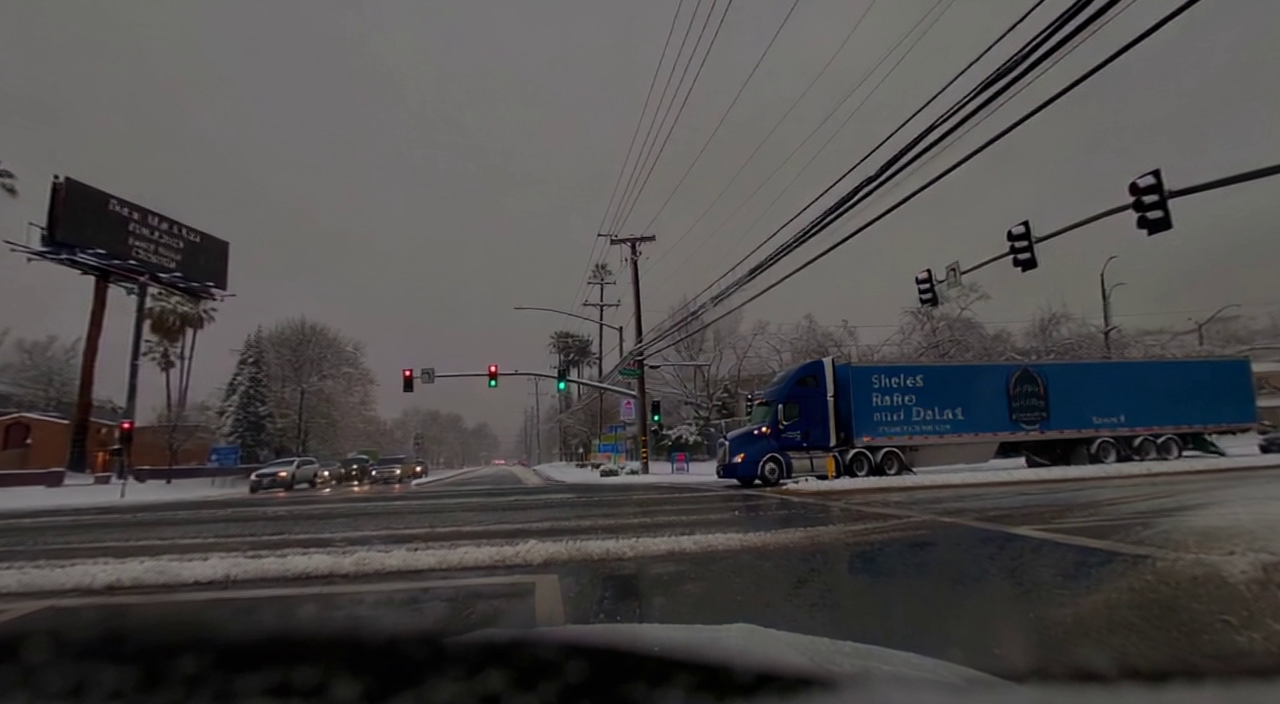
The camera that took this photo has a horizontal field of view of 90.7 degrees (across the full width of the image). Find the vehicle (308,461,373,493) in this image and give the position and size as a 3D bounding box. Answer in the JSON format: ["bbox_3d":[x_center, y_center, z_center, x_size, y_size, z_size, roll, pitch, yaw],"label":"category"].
[{"bbox_3d":[-18.418,7.671,39.156,2.028,1.744,4.876,0,-9,-5],"label":"vehicle"}]

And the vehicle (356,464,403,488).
[{"bbox_3d":[-19.408,9.198,47.332,1.834,1.521,4.970,0,-9,-5],"label":"vehicle"}]

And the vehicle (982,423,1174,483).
[{"bbox_3d":[14.059,3.266,20.437,4.958,1.510,1.949,-2,-10,-10],"label":"vehicle"}]

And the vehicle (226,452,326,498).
[{"bbox_3d":[-22.845,7.688,40.148,2.989,2.573,6.053,0,-9,-4],"label":"vehicle"}]

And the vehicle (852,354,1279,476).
[{"bbox_3d":[16.964,2.445,24.565,17.071,4.151,2.876,1,-9,-11],"label":"vehicle"}]

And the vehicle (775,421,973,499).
[{"bbox_3d":[7.069,3.295,19.423,5.079,1.893,2.200,-2,-10,-11],"label":"vehicle"}]

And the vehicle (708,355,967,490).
[{"bbox_3d":[6.874,2.526,22.686,8.167,4.352,3.029,1,-9,-10],"label":"vehicle"}]
